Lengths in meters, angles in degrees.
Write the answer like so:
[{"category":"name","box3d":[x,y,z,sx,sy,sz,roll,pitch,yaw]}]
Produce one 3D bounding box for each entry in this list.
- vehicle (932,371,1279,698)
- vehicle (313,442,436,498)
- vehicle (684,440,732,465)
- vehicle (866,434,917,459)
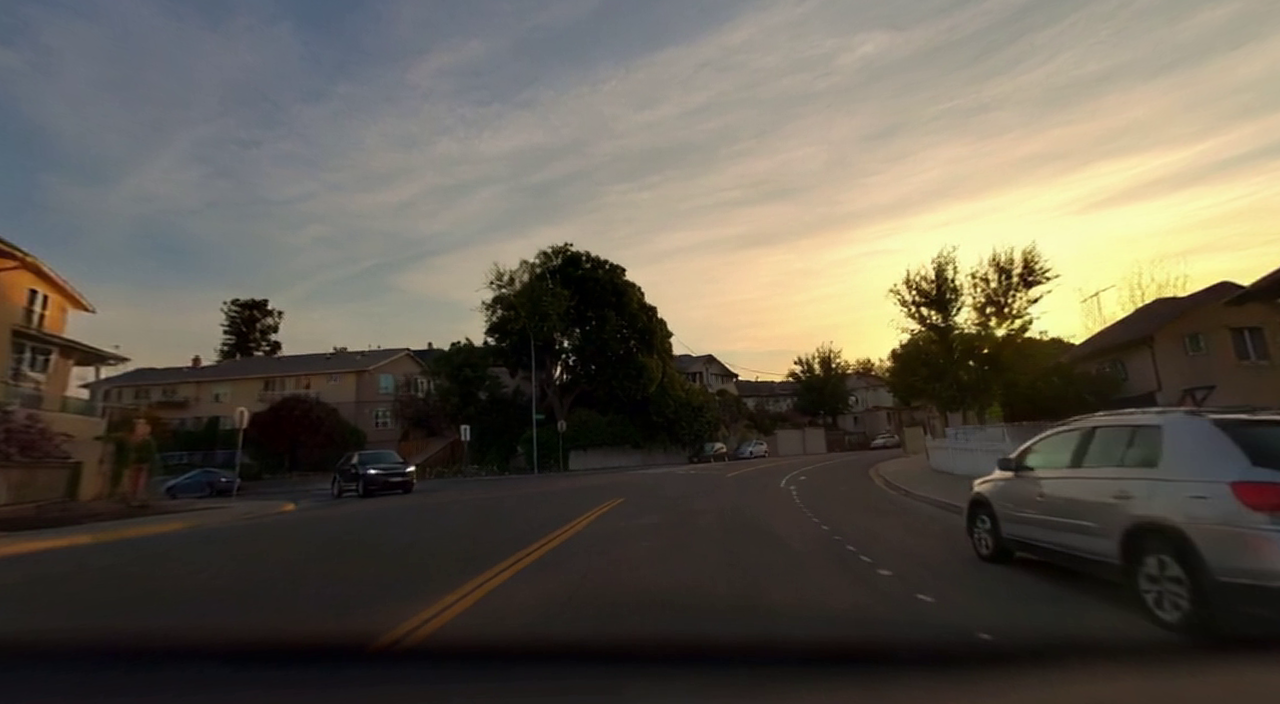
[{"category":"vehicle","box3d":[4.512,1.264,5.378,2.105,1.705,4.392,-1,-9,3]},{"category":"vehicle","box3d":[-9.017,3.915,21.329,4.270,1.683,1.984,-7,-11,39]},{"category":"vehicle","box3d":[5.128,7.582,47.249,2.095,1.711,4.307,-5,-12,28]},{"category":"vehicle","box3d":[17.868,6.677,44.737,2.097,1.679,4.633,-7,-11,37]}]
